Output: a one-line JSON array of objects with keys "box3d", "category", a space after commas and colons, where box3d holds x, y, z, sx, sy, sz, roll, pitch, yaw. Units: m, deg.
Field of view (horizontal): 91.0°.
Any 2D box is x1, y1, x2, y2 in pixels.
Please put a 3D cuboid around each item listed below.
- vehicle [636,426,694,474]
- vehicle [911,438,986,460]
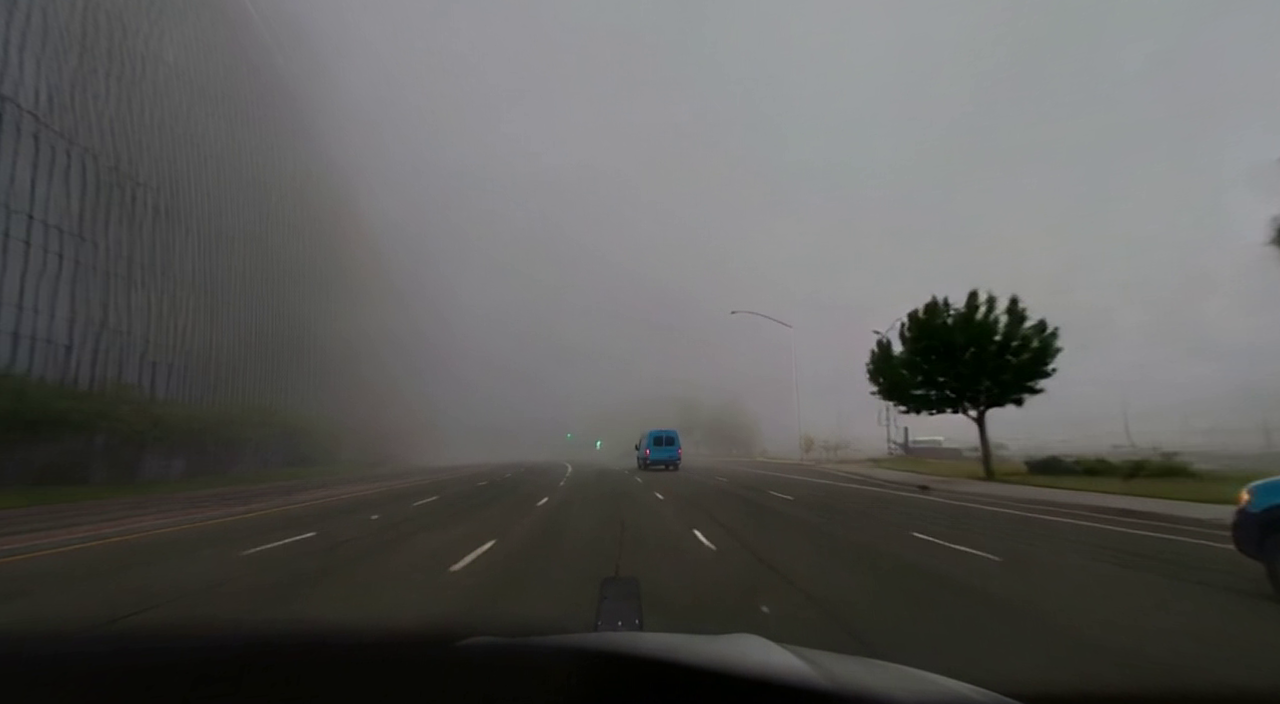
[{"box3d": [1.176, 5.017, 32.305, 2.339, 2.244, 4.817, 0, -8, -5], "category": "vehicle"}, {"box3d": [21.957, 6.904, 44.940, 4.271, 1.470, 1.940, 0, -8, 0], "category": "vehicle"}]
